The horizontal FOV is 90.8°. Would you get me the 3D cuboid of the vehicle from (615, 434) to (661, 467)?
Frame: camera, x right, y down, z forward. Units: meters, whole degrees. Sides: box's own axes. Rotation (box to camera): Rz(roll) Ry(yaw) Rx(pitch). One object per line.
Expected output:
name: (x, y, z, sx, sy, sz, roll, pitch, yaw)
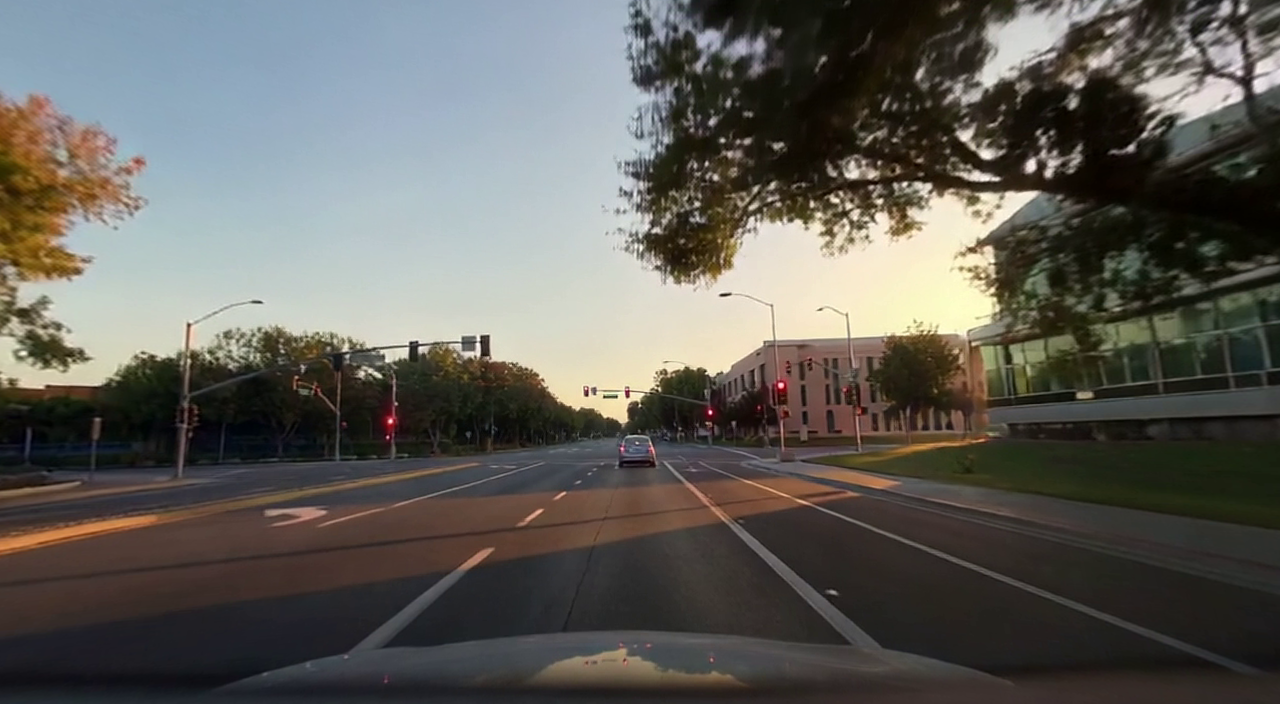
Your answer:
vehicle: (-0.122, 4.769, 30.593, 2.107, 1.470, 3.974, 0, -9, -1)
